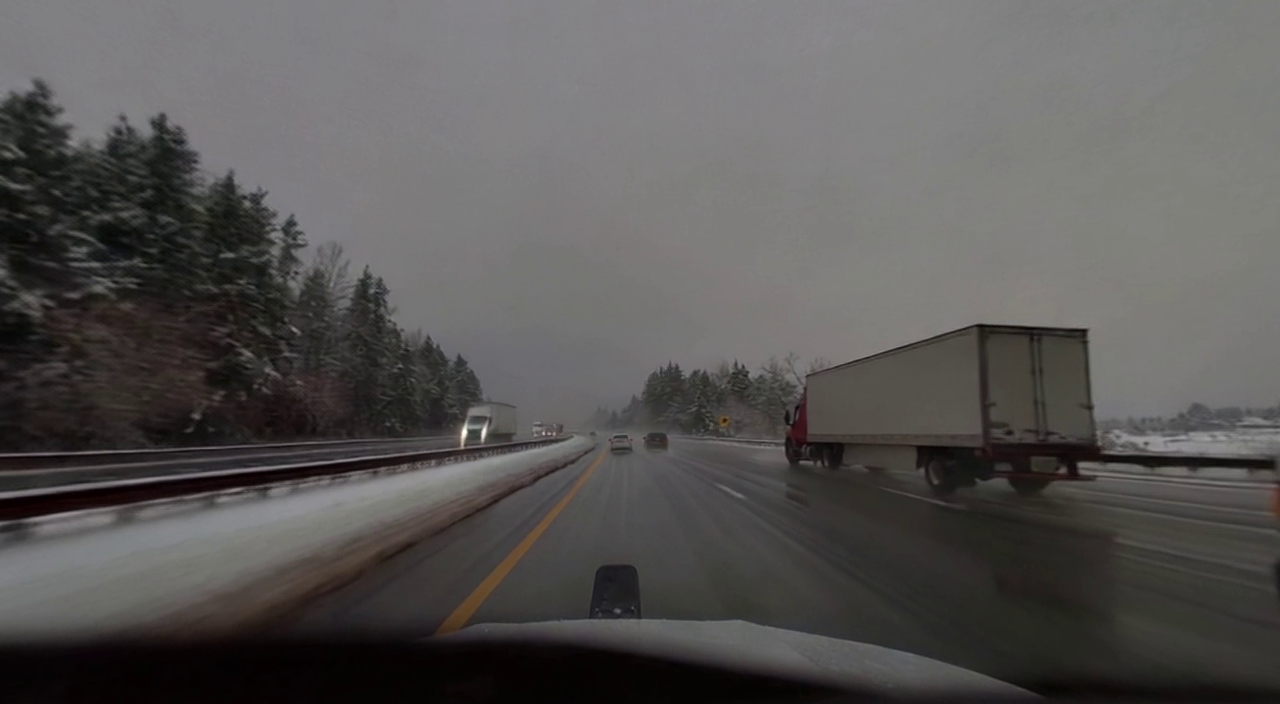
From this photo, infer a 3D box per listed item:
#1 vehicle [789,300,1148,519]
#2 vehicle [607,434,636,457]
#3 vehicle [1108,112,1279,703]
[{"bbox_3d":[7.751,1.959,18.876,2.888,4.093,14.227,0,-8,-1],"label":"vehicle"},{"bbox_3d":[-1.449,7.110,48.226,2.088,1.671,4.068,0,-8,-2],"label":"vehicle"},{"bbox_3d":[3.452,0.173,0.103,2.436,2.521,5.409,0,-8,-1],"label":"vehicle"}]
